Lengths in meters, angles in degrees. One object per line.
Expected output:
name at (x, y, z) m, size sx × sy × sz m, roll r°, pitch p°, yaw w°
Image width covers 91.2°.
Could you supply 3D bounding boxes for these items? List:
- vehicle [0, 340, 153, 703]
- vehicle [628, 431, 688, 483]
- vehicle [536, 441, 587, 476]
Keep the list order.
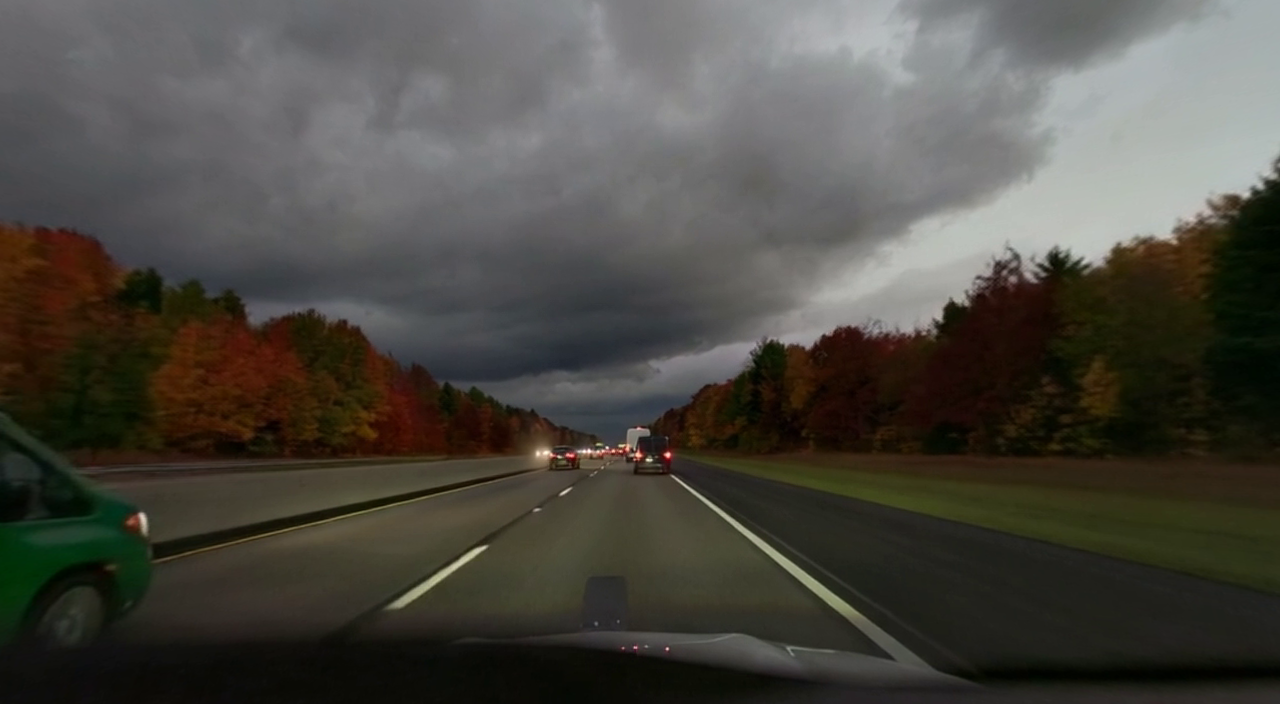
vehicle at (-4.095, 0.673, 1.918) m, size 2.021 × 1.790 × 3.907 m, roll 0°, pitch -9°, yaw -1°
vehicle at (0.609, 4.262, 25.587) m, size 2.179 × 1.930 × 4.538 m, roll 0°, pitch -9°, yaw -2°
vehicle at (-3.992, 5.504, 32.601) m, size 2.088 × 1.688 × 4.365 m, roll 0°, pitch -9°, yaw 0°
